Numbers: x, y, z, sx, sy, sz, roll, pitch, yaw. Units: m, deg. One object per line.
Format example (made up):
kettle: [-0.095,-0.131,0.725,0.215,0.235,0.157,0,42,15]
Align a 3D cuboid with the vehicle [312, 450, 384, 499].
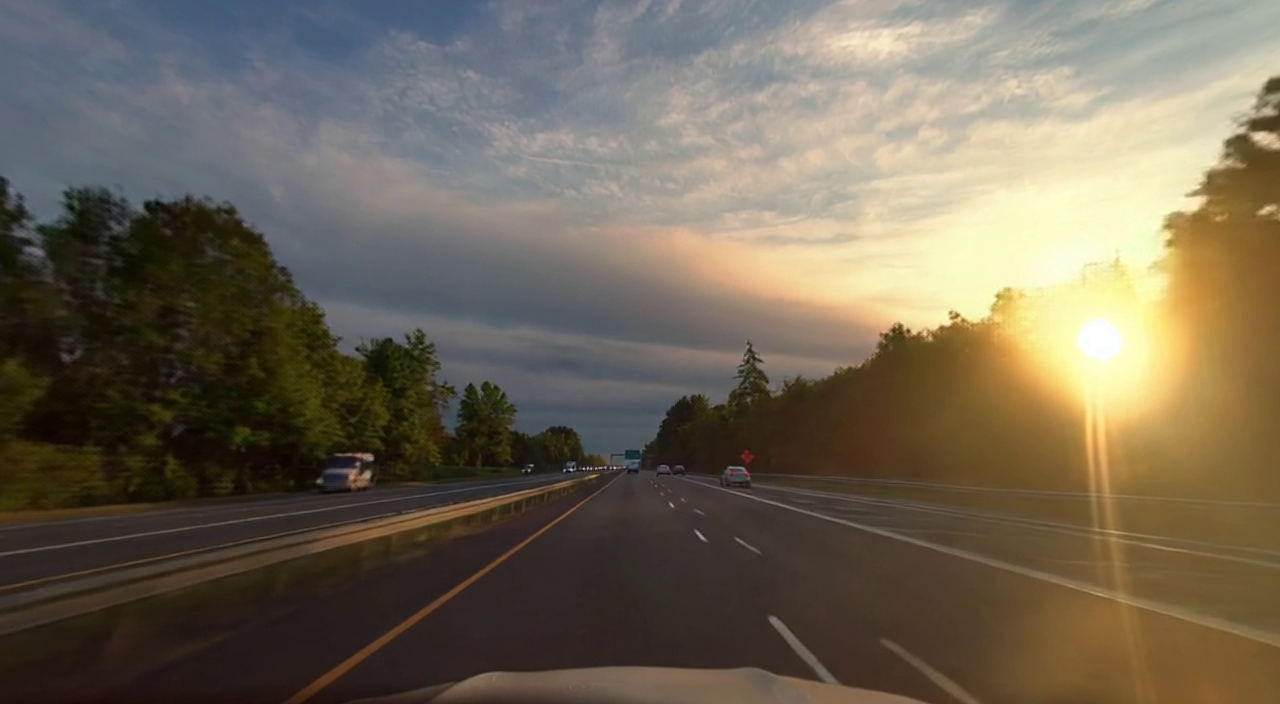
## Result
vehicle: [-21.043,8.878,45.877,2.775,3.214,6.920,2,-11,-9]

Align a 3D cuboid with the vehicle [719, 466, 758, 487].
vehicle: [7.218,9.190,46.628,2.024,1.476,4.352,1,-10,-2]
